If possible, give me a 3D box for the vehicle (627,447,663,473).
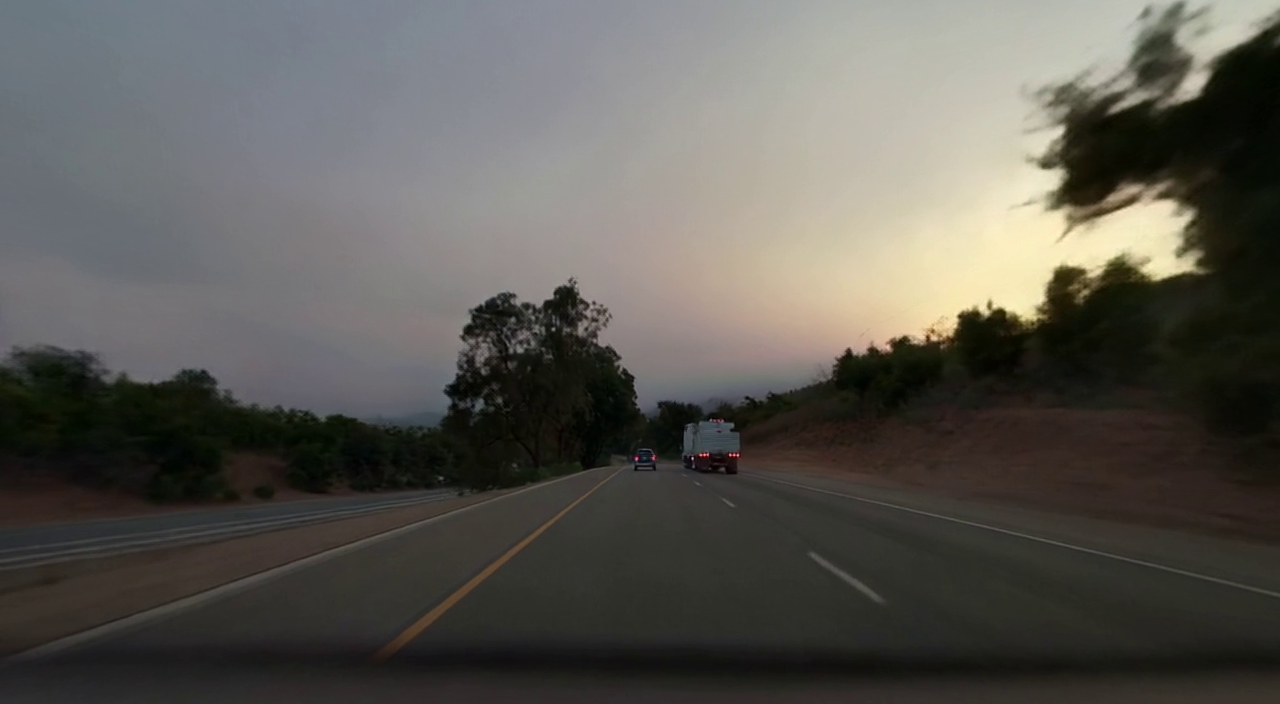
[{"bbox_3d":[0.327,6.930,40.486,2.170,1.544,4.373,0,-8,1],"label":"vehicle"}]

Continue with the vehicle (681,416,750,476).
[{"bbox_3d":[4.352,5.678,38.071,3.015,3.211,7.982,0,-8,-1],"label":"vehicle"}]
